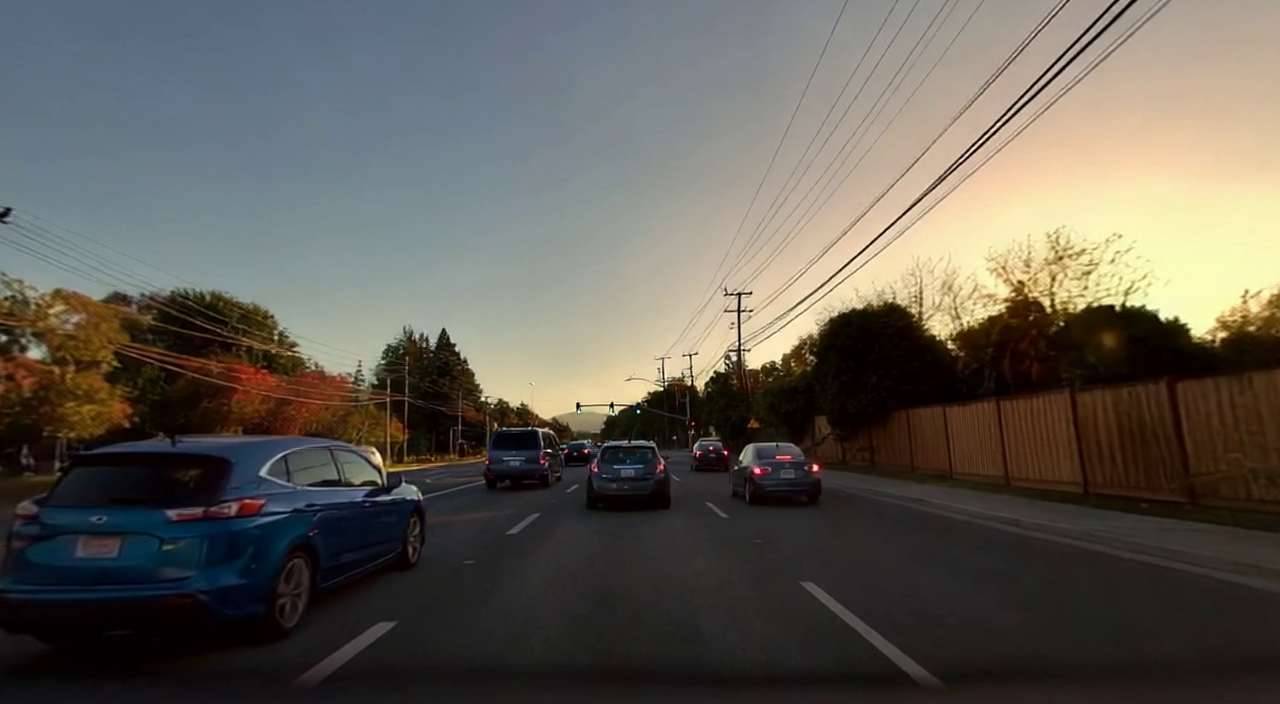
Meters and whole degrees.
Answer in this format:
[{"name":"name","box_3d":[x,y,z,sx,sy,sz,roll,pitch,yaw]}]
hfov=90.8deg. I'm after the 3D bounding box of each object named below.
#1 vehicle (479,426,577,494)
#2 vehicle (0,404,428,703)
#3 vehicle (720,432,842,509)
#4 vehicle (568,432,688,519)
[{"name":"vehicle","box_3d":[-3.274,3.285,19.562,2.092,1.839,4.736,0,-9,1]},{"name":"vehicle","box_3d":[-3.272,1.234,4.402,2.004,1.454,4.349,0,-9,1]},{"name":"vehicle","box_3d":[3.076,2.673,14.629,1.880,1.521,3.724,0,-9,-1]},{"name":"vehicle","box_3d":[-0.228,2.453,13.030,2.097,1.511,3.809,0,-9,0]}]
